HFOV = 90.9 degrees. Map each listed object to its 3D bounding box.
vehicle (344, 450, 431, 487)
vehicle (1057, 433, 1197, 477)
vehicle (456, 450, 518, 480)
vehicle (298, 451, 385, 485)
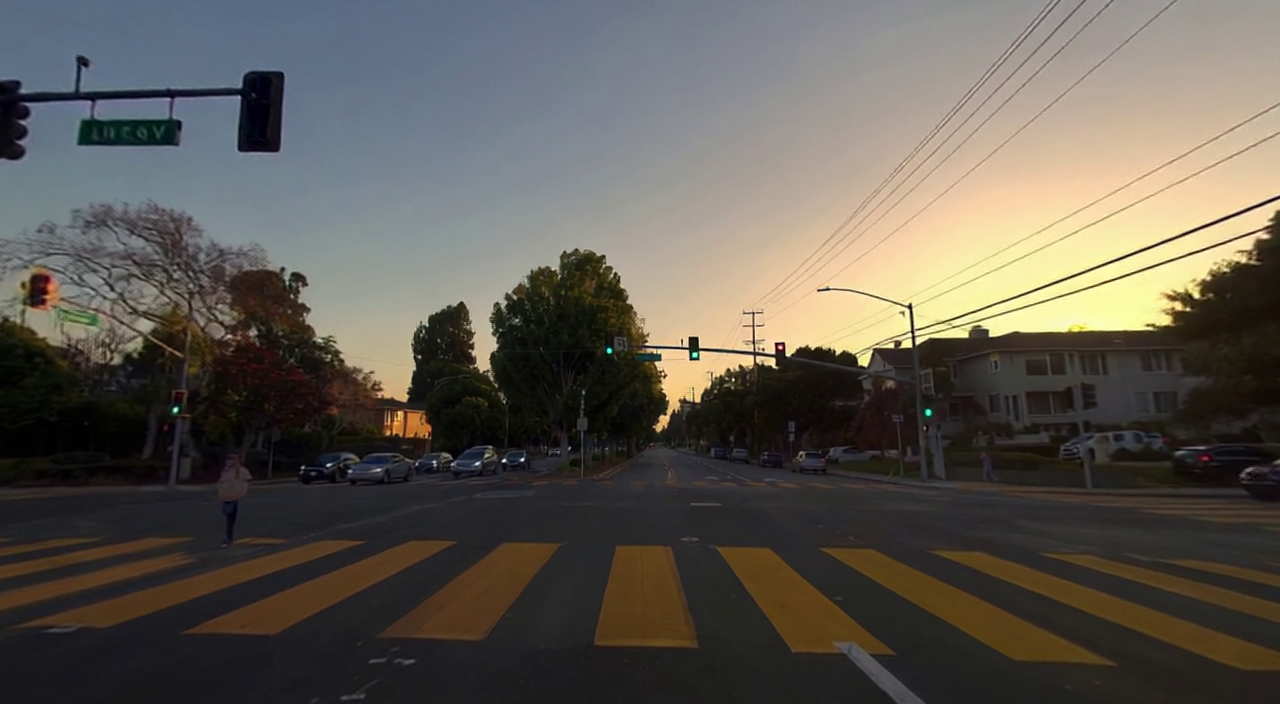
[{"bbox_3d":[-11.001,5.094,27.834,2.007,1.451,4.242,0,-9,1],"label":"vehicle"},{"bbox_3d":[25.271,5.362,33.064,2.177,2.086,5.514,2,-9,-14],"label":"vehicle"},{"bbox_3d":[-7.711,5.724,32.237,1.958,1.415,4.312,0,-9,2],"label":"vehicle"},{"bbox_3d":[-14.578,5.675,31.113,2.035,1.470,4.677,0,-9,0],"label":"vehicle"}]
